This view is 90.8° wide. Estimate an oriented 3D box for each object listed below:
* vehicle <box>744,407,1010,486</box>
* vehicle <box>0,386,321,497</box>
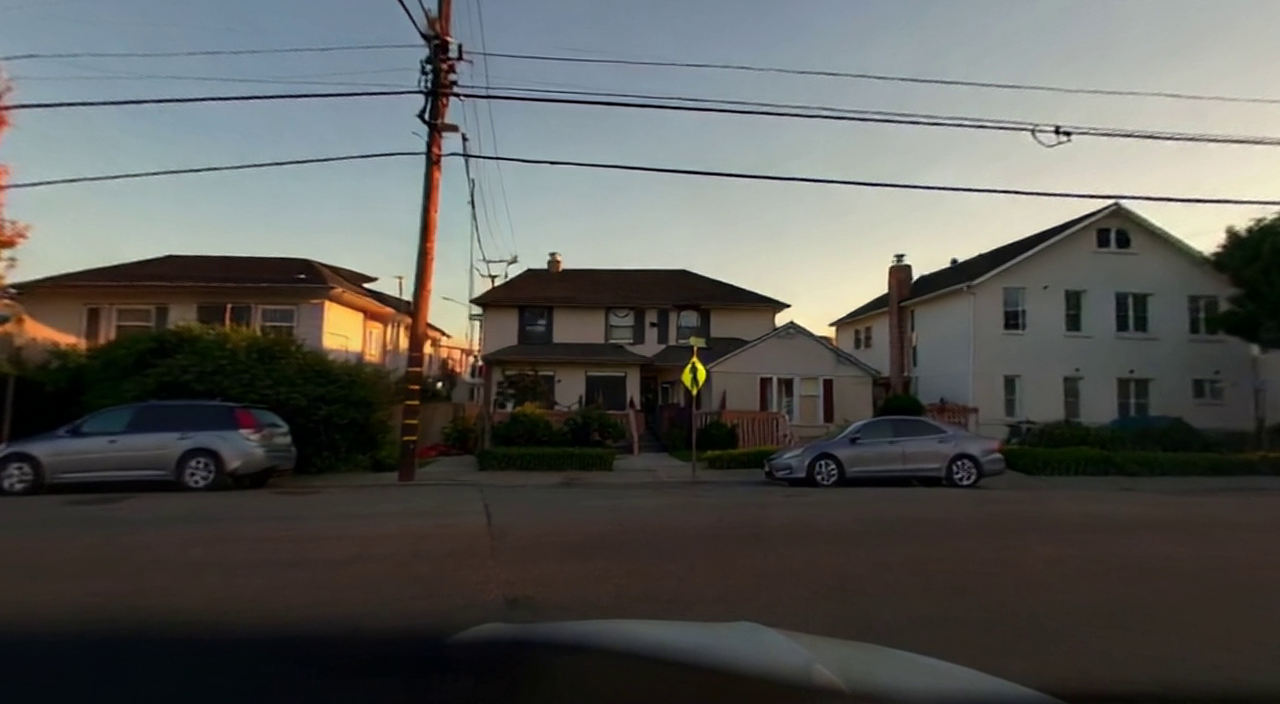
[{"bbox_3d":[4.464,1.831,12.307,4.469,1.391,1.746,1,-9,-5],"label":"vehicle"},{"bbox_3d":[-8.564,1.549,10.984,4.943,1.731,1.877,1,-9,-6],"label":"vehicle"}]
